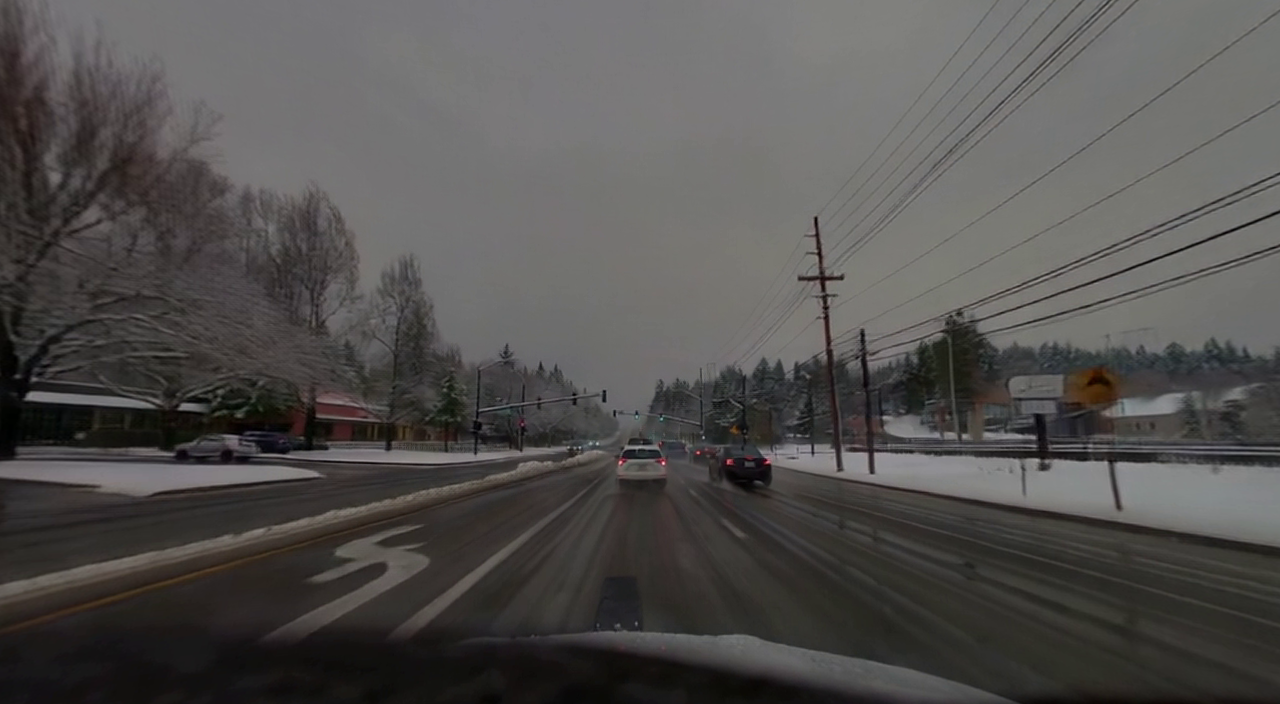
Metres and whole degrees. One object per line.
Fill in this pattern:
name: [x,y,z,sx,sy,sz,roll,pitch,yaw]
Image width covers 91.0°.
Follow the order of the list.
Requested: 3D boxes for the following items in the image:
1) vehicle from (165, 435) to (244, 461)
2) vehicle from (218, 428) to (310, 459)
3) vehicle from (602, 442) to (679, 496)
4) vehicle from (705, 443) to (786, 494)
vehicle: [-28.342,6.276,41.180,1.908,1.553,4.979,1,-9,-4]
vehicle: [-28.955,7.142,48.885,2.878,2.172,7.057,1,-8,-1]
vehicle: [-0.029,3.563,19.558,2.144,1.473,4.028,1,-9,-1]
vehicle: [3.372,3.809,20.909,1.985,1.489,4.036,0,-9,-1]
